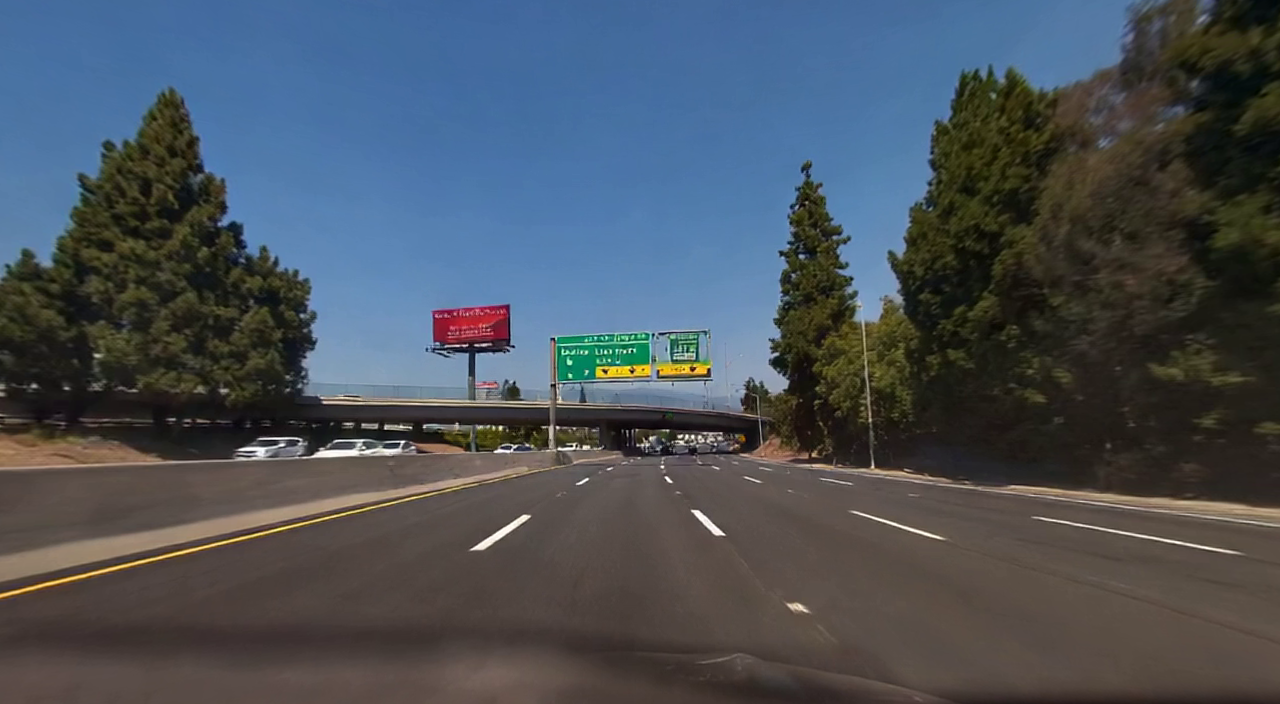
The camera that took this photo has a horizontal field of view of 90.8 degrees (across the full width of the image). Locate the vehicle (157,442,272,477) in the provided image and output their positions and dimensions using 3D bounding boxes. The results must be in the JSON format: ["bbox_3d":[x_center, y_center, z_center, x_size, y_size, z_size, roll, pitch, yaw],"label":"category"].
[{"bbox_3d":[-19.342,4.888,29.026,1.944,1.464,4.772,0,-8,0],"label":"vehicle"}]

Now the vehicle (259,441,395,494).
[{"bbox_3d":[-9.574,3.550,19.820,1.972,1.469,4.466,0,-8,0],"label":"vehicle"}]
